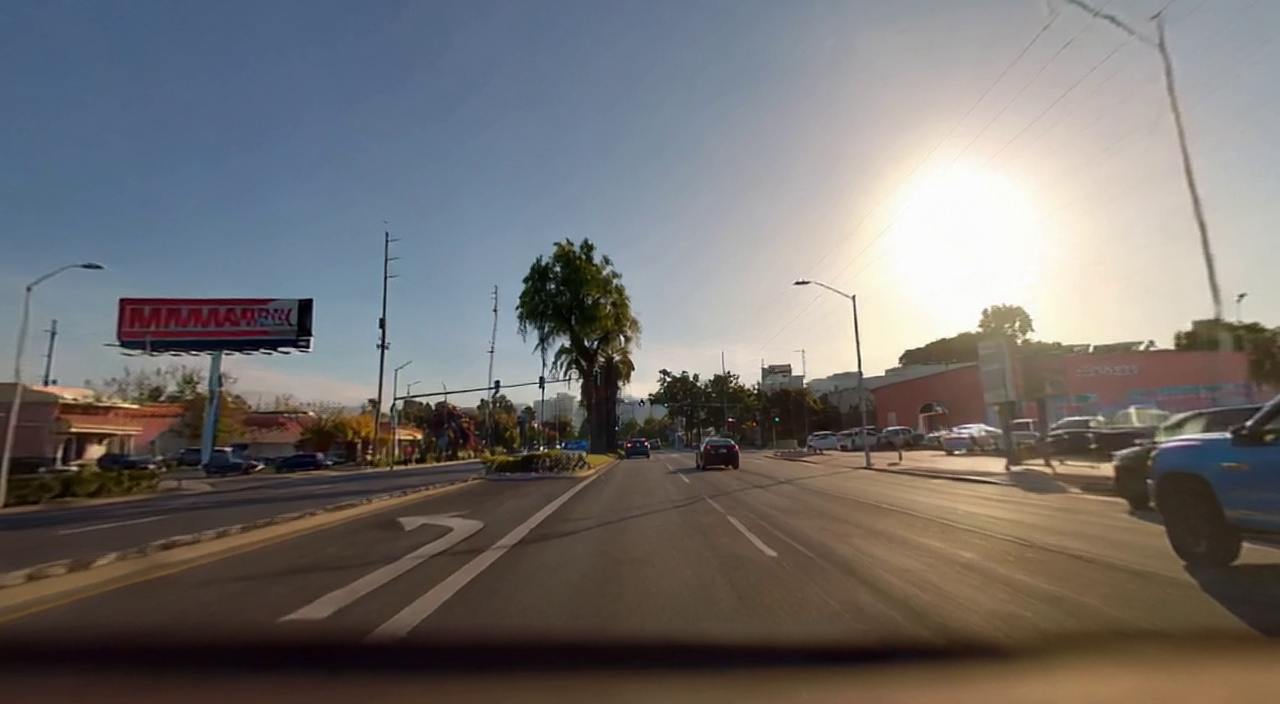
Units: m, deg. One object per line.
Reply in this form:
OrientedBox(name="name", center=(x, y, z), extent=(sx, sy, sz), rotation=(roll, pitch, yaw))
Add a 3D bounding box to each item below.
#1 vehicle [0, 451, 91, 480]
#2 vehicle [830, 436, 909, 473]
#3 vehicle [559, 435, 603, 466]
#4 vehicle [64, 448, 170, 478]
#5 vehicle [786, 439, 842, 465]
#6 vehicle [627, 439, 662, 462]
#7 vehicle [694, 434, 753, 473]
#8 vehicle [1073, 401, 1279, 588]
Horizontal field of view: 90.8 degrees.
OrientedBox(name="vehicle", center=(-40.239, 7.632, 42.768), extent=(1.879, 1.747, 4.268), rotation=(-7, -11, 40))
OrientedBox(name="vehicle", center=(10.557, 4.735, 29.397), extent=(1.965, 1.573, 4.308), rotation=(0, -8, -1))
OrientedBox(name="vehicle", center=(-3.409, 5.823, 37.446), extent=(2.117, 1.751, 4.478), rotation=(0, -8, 0))
OrientedBox(name="vehicle", center=(-35.654, 7.533, 43.169), extent=(5.329, 1.893, 2.122), rotation=(8, -11, -42))
OrientedBox(name="vehicle", center=(10.540, 6.097, 38.720), extent=(1.957, 1.500, 4.816), rotation=(0, -8, -2))
OrientedBox(name="vehicle", center=(0.280, 6.574, 42.289), extent=(2.258, 1.468, 4.076), rotation=(0, -8, 0))
OrientedBox(name="vehicle", center=(3.506, 4.378, 27.395), extent=(1.889, 1.541, 4.303), rotation=(0, -8, -1))
OrientedBox(name="vehicle", center=(6.628, 1.212, 5.321), extent=(2.140, 1.606, 5.437), rotation=(0, -8, 0))
